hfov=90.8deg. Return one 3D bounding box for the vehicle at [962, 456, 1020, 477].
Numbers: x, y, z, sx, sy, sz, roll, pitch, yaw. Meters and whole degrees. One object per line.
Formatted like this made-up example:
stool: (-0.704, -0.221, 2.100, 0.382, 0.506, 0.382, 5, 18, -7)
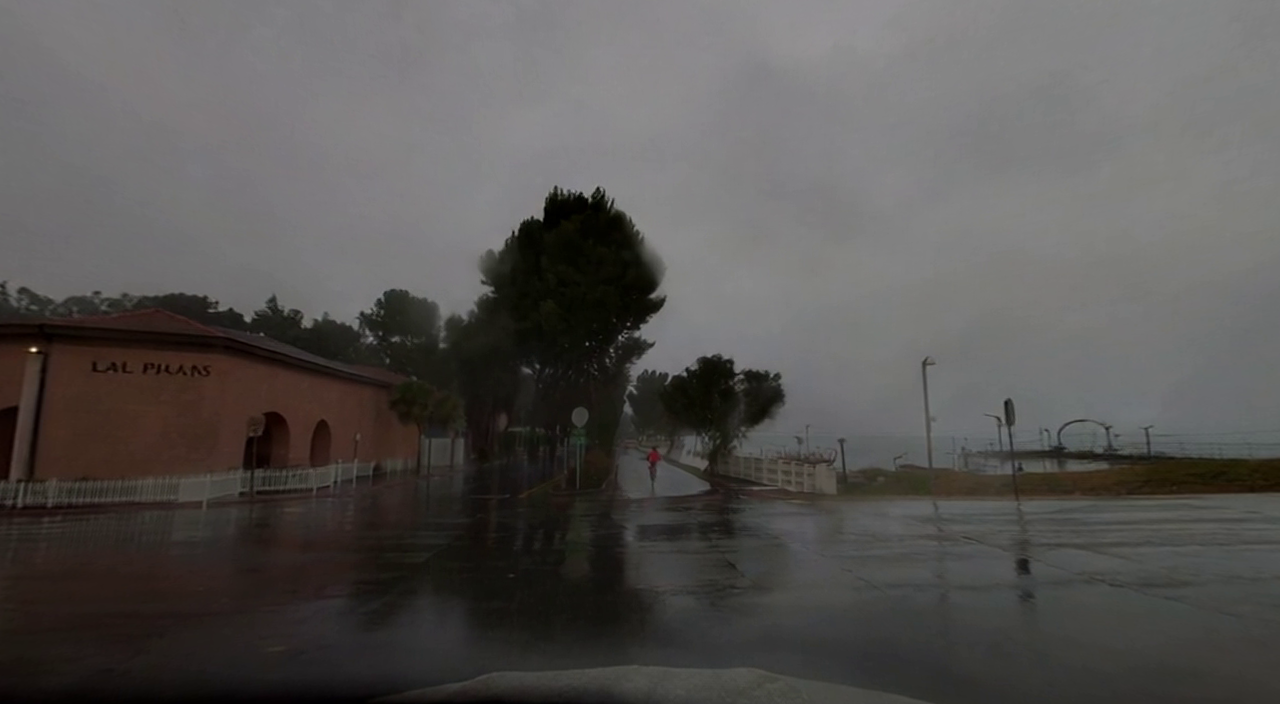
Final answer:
vehicle: (26.948, 8.748, 48.478, 3.794, 1.403, 1.636, 1, -9, -17)
